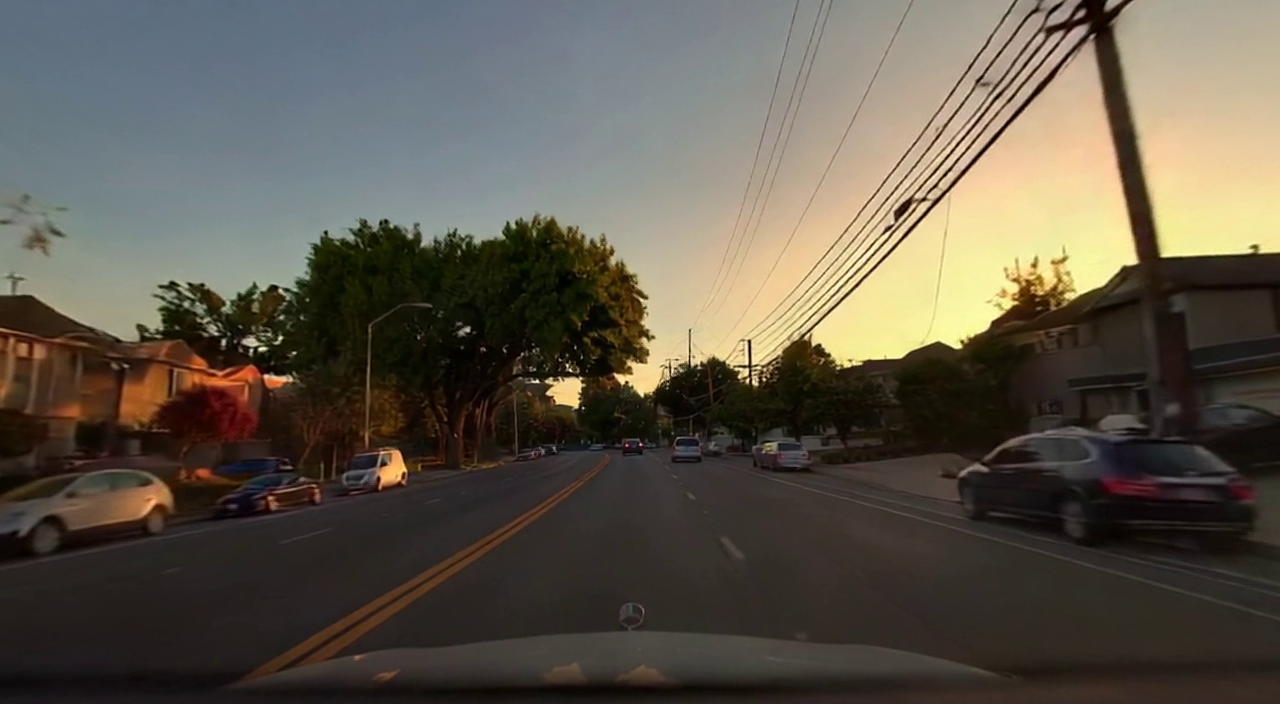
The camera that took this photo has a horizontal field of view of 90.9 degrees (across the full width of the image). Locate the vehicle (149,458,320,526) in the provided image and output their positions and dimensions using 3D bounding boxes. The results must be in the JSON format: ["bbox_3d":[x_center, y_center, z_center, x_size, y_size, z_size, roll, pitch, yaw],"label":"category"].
[{"bbox_3d":[-10.668,3.659,17.054,1.800,1.472,4.359,0,-8,-1],"label":"vehicle"}]

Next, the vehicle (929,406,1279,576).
[{"bbox_3d":[6.211,1.746,8.800,2.079,1.697,4.753,0,-8,0],"label":"vehicle"}]

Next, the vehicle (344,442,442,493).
[{"bbox_3d":[-10.516,4.917,27.295,2.258,1.846,4.843,-3,-8,1],"label":"vehicle"}]

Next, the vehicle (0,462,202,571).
[{"bbox_3d":[-10.598,2.843,11.585,2.098,1.503,4.113,0,-8,0],"label":"vehicle"}]

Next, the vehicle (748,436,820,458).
[{"bbox_3d":[11.149,7.364,48.690,4.996,1.471,2.033,-6,-10,26],"label":"vehicle"}]

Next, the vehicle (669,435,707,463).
[{"bbox_3d":[3.091,6.376,41.567,2.070,1.765,4.731,0,-8,0],"label":"vehicle"}]
